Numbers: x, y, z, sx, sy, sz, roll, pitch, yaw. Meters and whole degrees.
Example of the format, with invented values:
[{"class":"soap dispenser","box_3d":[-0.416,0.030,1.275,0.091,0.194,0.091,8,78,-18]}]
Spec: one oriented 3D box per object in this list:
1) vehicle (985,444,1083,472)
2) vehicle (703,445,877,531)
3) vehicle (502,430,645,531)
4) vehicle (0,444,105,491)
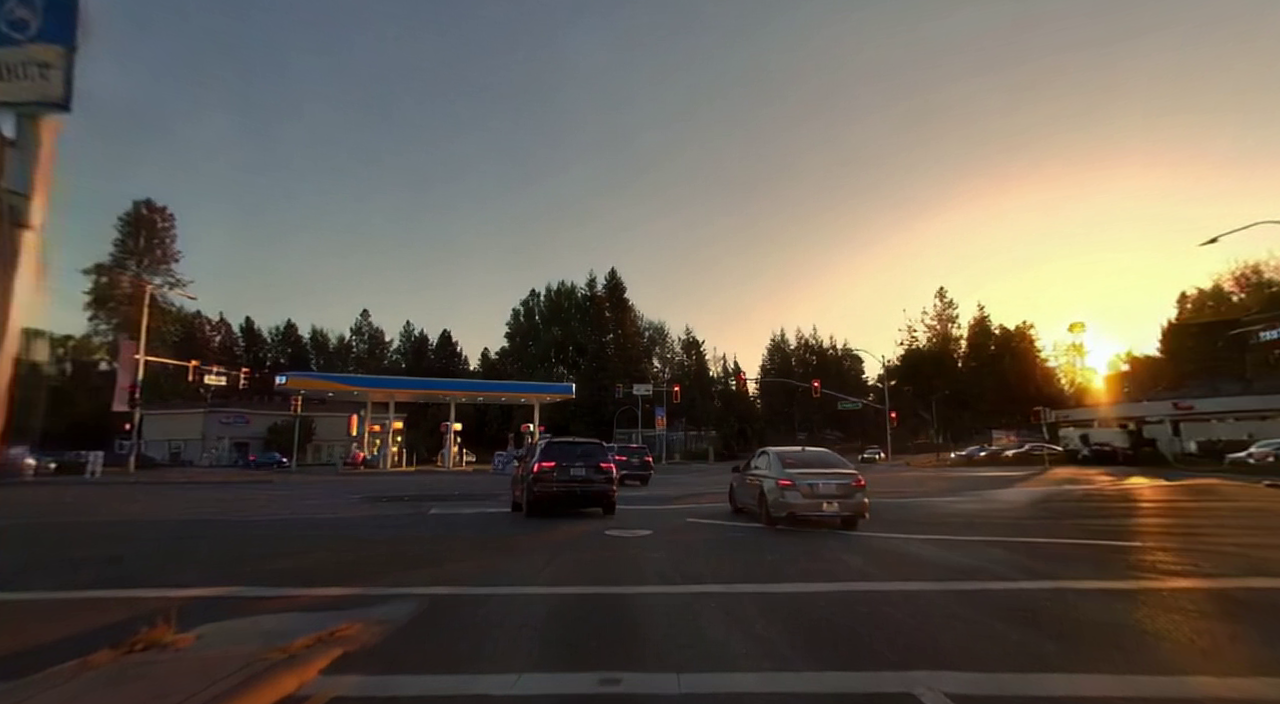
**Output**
[{"class":"vehicle","box_3d":[25.820,6.975,41.630,4.952,1.745,2.184,-2,-9,15]},{"class":"vehicle","box_3d":[2.867,2.709,13.355,1.965,1.460,4.581,1,-9,-9]},{"class":"vehicle","box_3d":[-1.624,2.612,13.546,2.351,1.733,4.616,2,-9,-14]},{"class":"vehicle","box_3d":[-26.721,5.067,27.659,4.658,1.911,2.162,-2,-9,4]}]
